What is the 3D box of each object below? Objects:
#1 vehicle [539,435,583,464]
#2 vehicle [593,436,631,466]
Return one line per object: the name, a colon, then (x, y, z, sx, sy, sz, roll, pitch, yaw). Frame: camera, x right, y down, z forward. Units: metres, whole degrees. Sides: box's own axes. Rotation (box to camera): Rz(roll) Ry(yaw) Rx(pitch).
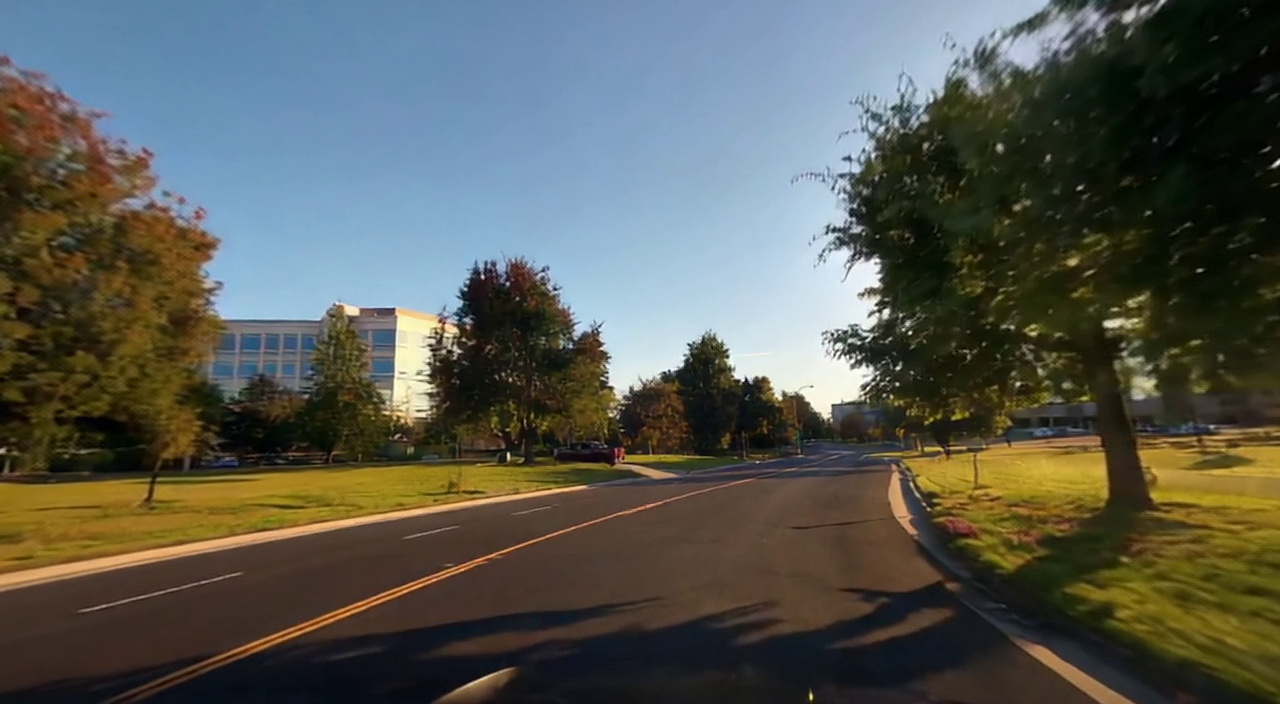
vehicle: (-5.304, 6.449, 41.805, 2.192, 1.740, 4.521, 3, -9, -15)
vehicle: (-1.873, 6.375, 40.661, 2.244, 1.796, 5.170, 1, -9, -4)
